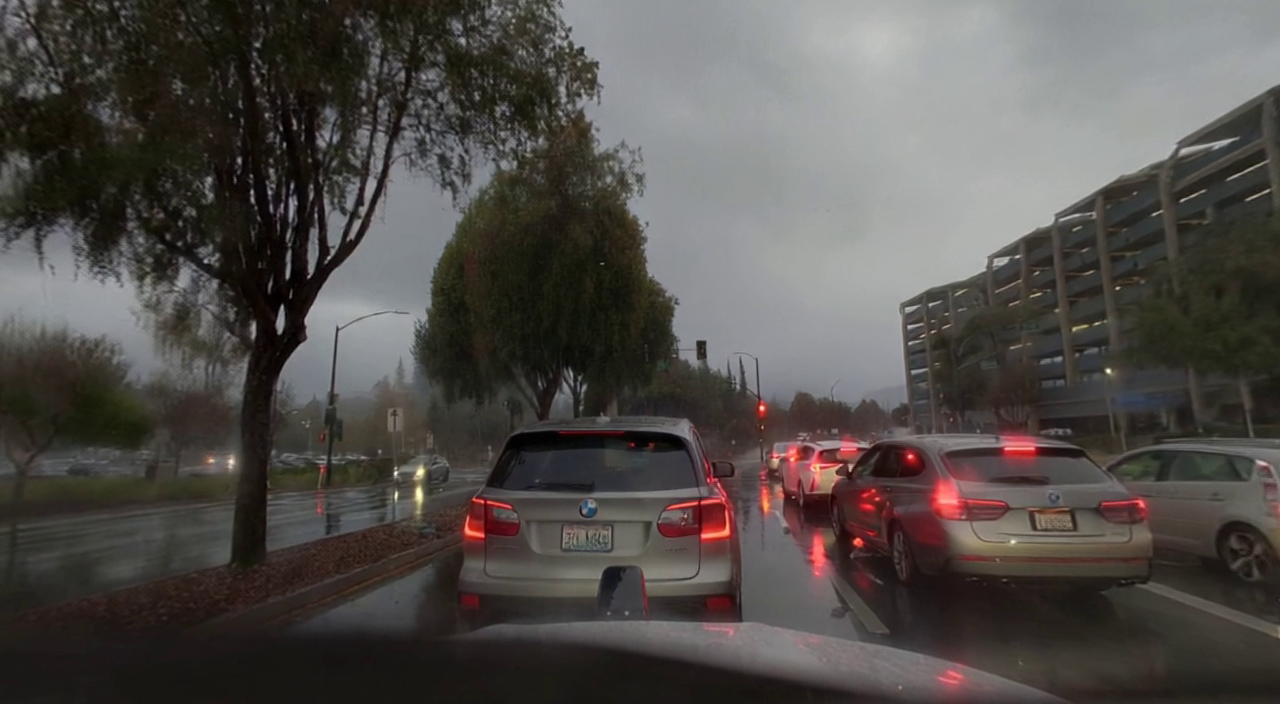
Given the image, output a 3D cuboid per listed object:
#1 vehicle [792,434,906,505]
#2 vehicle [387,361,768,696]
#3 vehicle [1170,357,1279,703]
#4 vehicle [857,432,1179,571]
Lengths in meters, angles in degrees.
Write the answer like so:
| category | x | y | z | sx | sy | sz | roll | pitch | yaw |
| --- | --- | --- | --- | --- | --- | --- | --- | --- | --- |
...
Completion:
| category | x | y | z | sx | sy | sz | roll | pitch | yaw |
| --- | --- | --- | --- | --- | --- | --- | --- | --- | --- |
| vehicle | 5.332 | 3.031 | 16.714 | 1.994 | 1.638 | 4.100 | -1 | -9 | 6 |
| vehicle | -0.205 | 1.237 | 5.560 | 2.021 | 1.742 | 4.295 | -1 | -8 | 4 |
| vehicle | 4.063 | 0.602 | 1.117 | 1.993 | 1.719 | 4.953 | 0 | -8 | 1 |
| vehicle | 4.901 | 1.968 | 9.182 | 1.963 | 1.480 | 4.553 | 0 | -8 | 2 |
